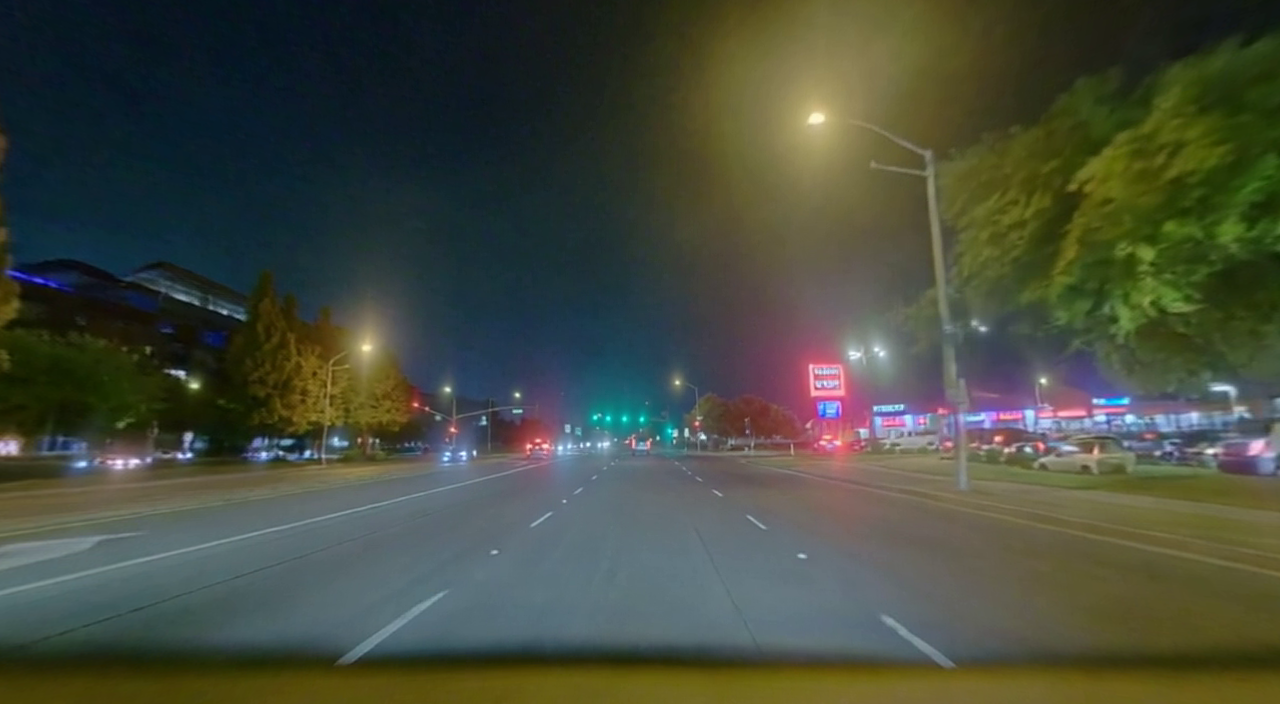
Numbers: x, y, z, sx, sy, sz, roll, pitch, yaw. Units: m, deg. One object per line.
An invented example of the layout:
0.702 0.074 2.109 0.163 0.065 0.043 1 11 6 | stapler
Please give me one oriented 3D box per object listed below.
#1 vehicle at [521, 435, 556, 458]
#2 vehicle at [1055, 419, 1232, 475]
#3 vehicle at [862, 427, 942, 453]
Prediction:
-7.790 7.305 48.870 2.231 1.650 5.052 0 -8 -4 | vehicle
17.085 3.231 21.553 4.362 1.455 1.816 -5 -7 1 | vehicle
17.526 5.898 42.332 4.498 1.671 1.887 -1 -8 3 | vehicle
